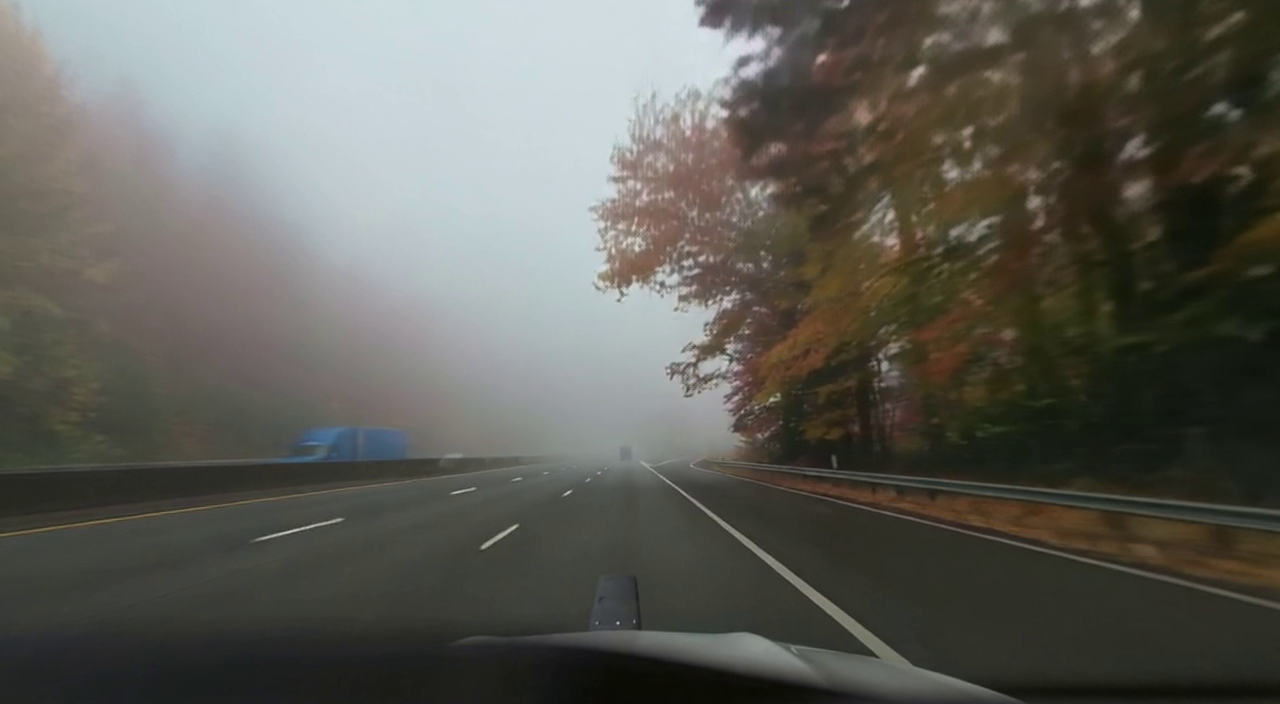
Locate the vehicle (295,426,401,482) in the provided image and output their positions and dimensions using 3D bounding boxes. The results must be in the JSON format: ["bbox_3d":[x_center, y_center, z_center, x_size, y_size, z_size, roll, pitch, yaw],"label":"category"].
[{"bbox_3d":[-21.022,7.450,46.067,2.960,3.582,10.273,0,-9,-1],"label":"vehicle"}]
